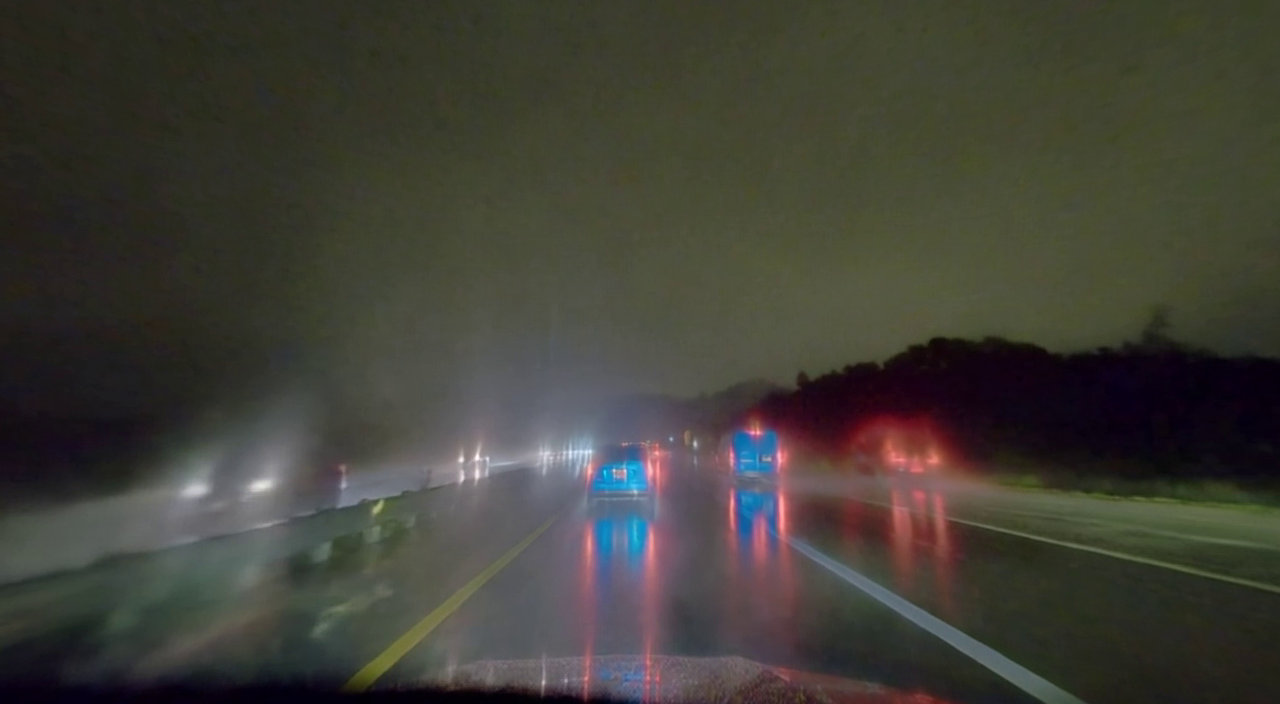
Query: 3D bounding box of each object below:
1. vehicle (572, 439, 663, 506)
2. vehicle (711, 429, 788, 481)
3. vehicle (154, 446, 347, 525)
[{"bbox_3d":[-0.516,3.011,16.030,2.029,1.483,3.769,0,-9,0],"label":"vehicle"},{"bbox_3d":[4.413,4.280,26.168,2.261,1.952,4.784,0,-9,-1],"label":"vehicle"},{"bbox_3d":[-8.798,3.004,14.685,1.851,1.542,4.150,0,-9,0],"label":"vehicle"}]
